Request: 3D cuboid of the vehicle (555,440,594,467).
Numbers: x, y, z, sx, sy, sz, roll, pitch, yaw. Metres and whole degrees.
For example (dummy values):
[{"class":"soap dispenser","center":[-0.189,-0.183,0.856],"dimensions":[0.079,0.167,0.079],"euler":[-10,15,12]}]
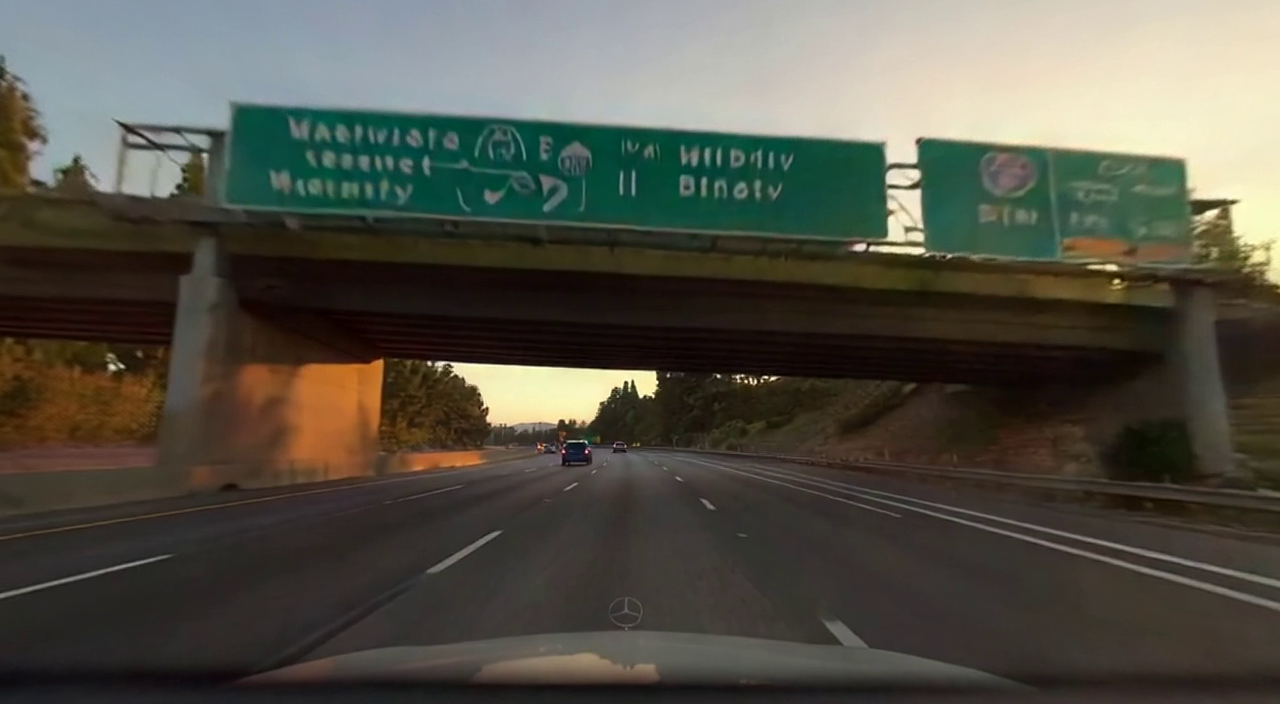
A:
[{"class":"vehicle","center":[-4.387,6.887,42.857],"dimensions":[2.162,1.724,4.537],"euler":[0,-8,-1]}]
